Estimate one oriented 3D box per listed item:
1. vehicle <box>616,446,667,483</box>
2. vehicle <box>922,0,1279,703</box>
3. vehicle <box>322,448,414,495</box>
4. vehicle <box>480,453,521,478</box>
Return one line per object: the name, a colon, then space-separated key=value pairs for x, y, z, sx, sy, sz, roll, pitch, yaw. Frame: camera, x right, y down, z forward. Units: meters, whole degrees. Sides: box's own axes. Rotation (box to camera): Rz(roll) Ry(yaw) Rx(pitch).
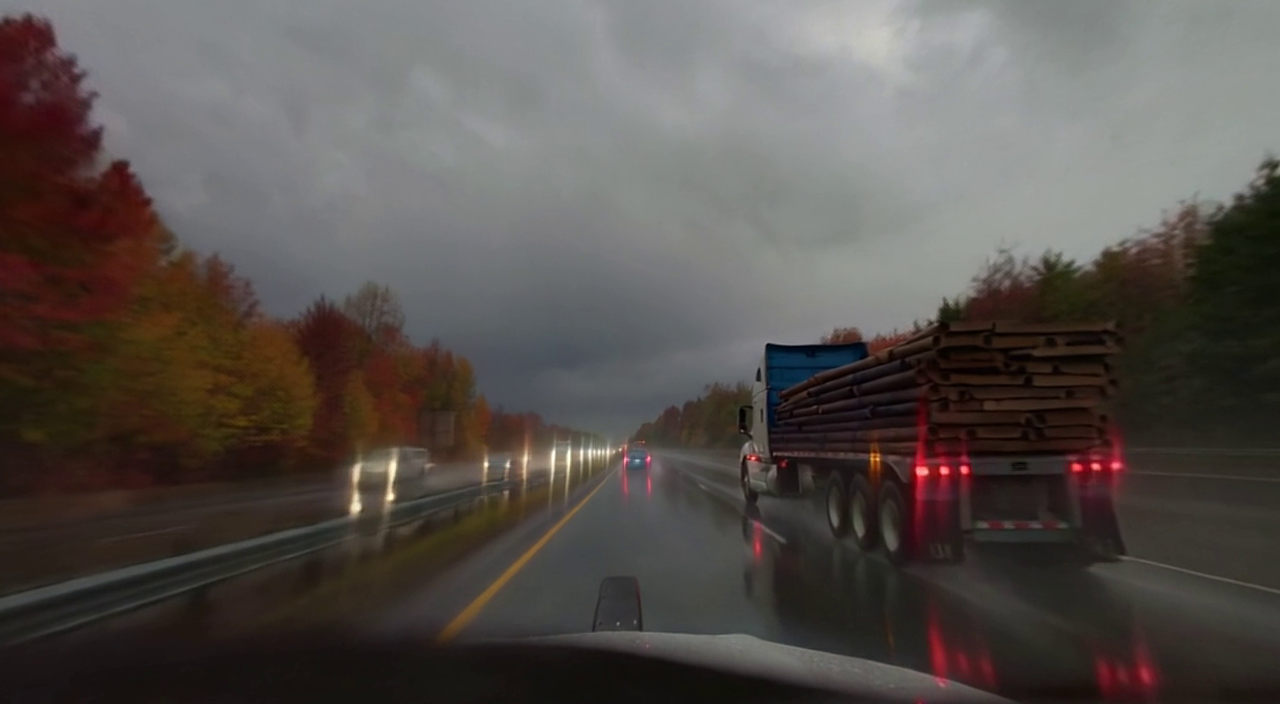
vehicle: x=0.058 y=5.000 z=28.196 sx=2.099 sy=1.506 sz=4.097 roll=0 pitch=-9 yaw=0
vehicle: x=4.076 y=-0.402 z=1.100 sx=3.004 sy=3.923 sz=8.363 roll=0 pitch=-9 yaw=-1
vehicle: x=-12.835 y=5.639 z=30.009 sx=2.200 sy=2.009 sz=4.778 roll=-1 pitch=-9 yaw=0
vehicle: x=-9.371 y=7.653 z=42.413 sx=1.873 sy=1.549 sz=4.104 roll=-1 pitch=-9 yaw=0
